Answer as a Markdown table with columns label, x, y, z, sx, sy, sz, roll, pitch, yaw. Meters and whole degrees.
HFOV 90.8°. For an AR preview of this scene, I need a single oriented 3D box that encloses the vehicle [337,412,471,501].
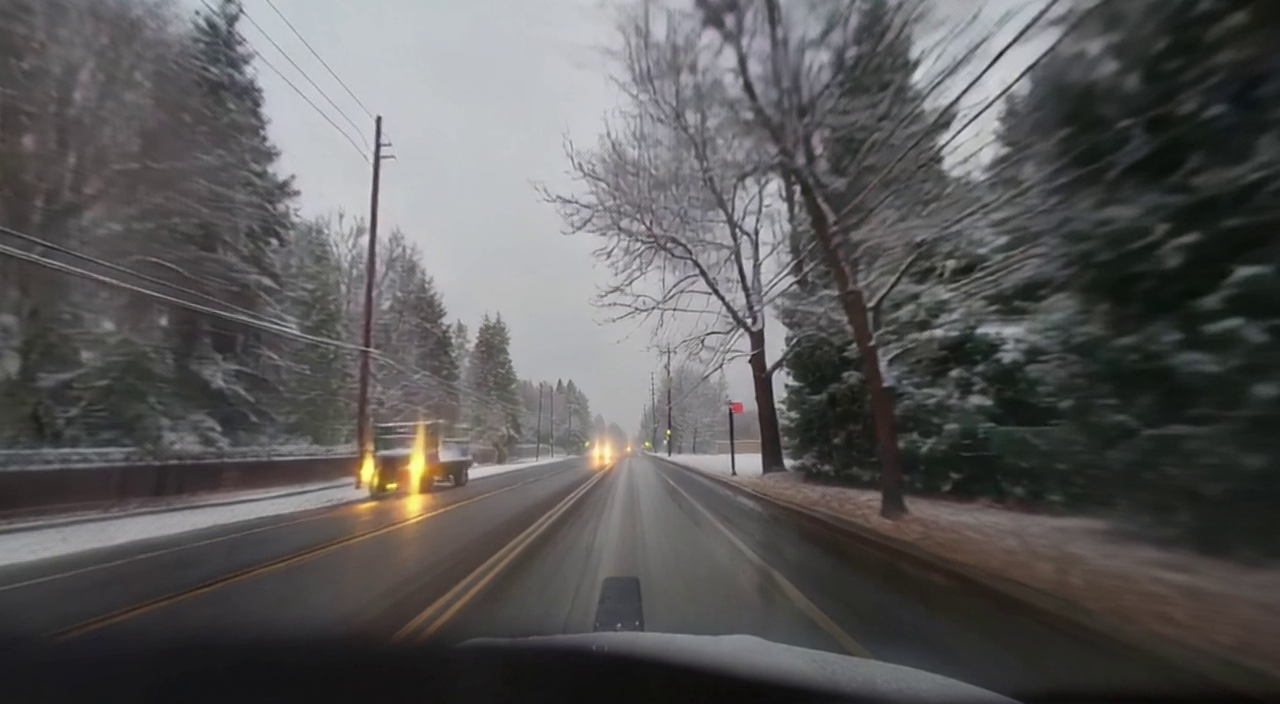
| label | x | y | z | sx | sy | sz | roll | pitch | yaw |
| --- | --- | --- | --- | --- | --- | --- | --- | --- | --- |
| vehicle | -8.116 | 3.633 | 22.620 | 2.351 | 2.696 | 6.106 | -1 | -7 | 1 |
